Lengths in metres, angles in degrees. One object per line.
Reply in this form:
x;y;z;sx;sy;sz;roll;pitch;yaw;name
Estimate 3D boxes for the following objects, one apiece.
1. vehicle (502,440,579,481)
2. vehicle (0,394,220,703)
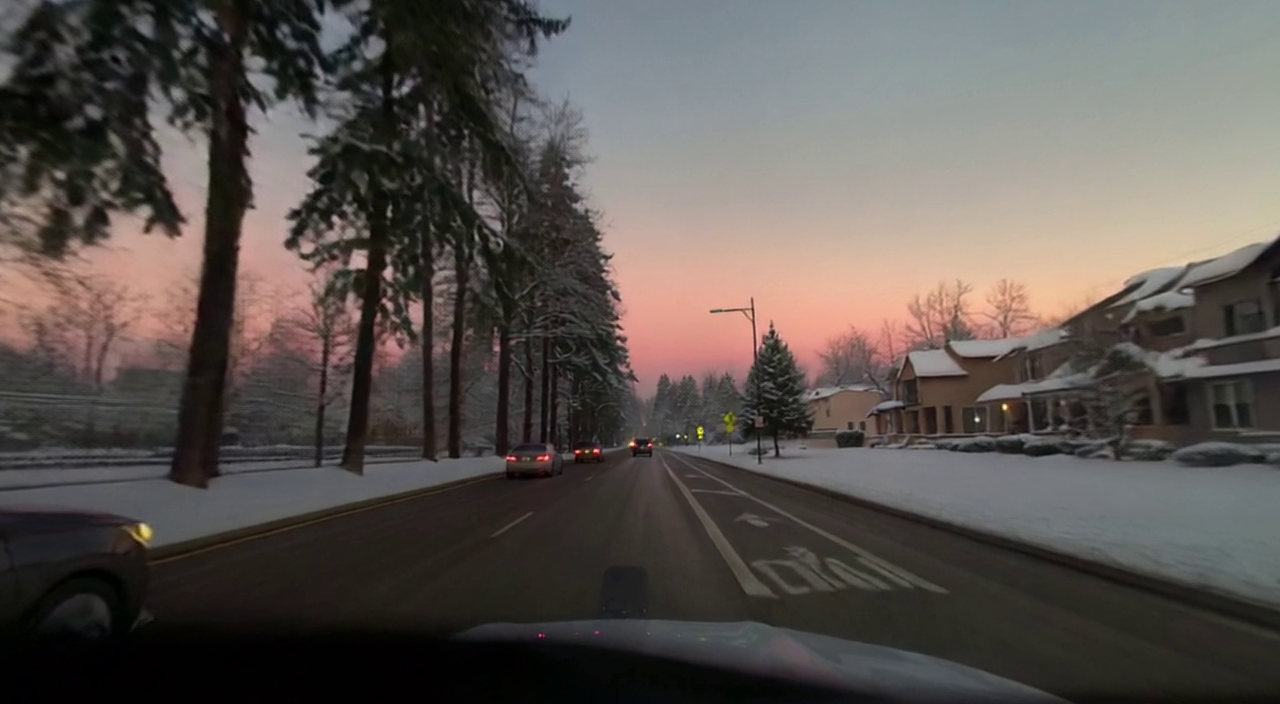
-3.798;4.233;25.038;2.188;1.473;4.651;0;-8;2;vehicle
-3.957;0.813;1.713;2.190;1.545;4.943;0;-8;0;vehicle
